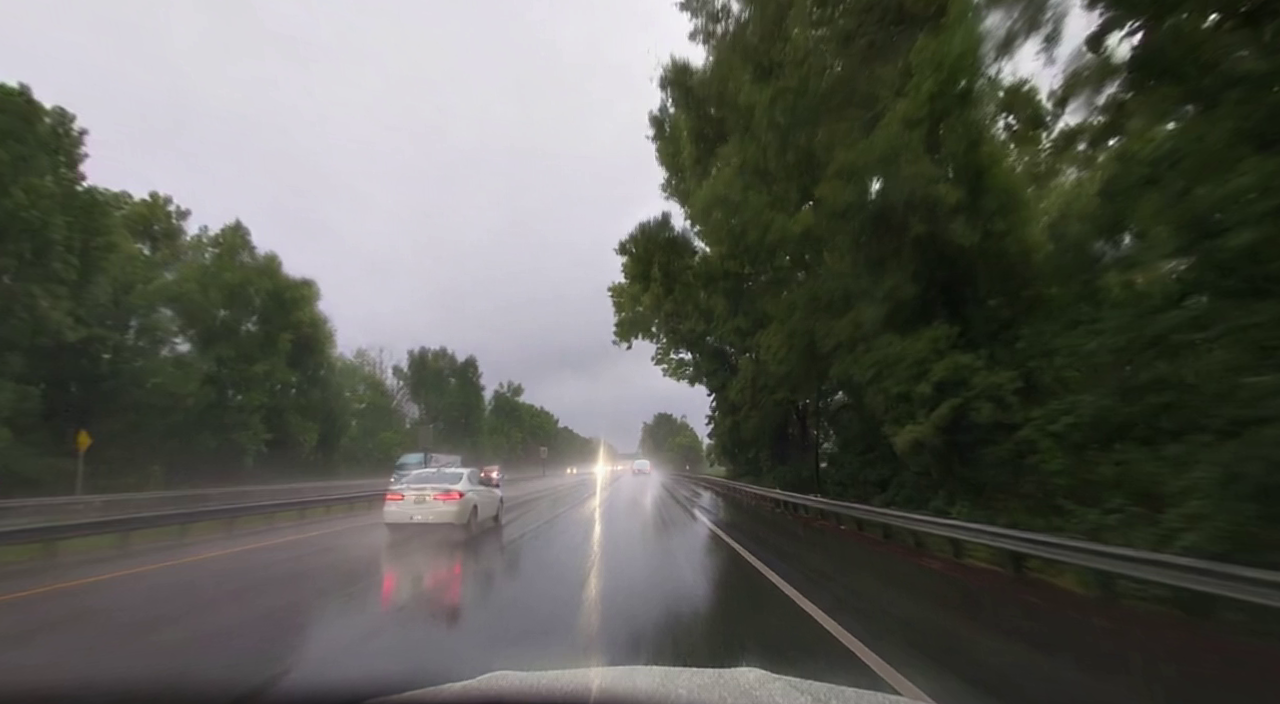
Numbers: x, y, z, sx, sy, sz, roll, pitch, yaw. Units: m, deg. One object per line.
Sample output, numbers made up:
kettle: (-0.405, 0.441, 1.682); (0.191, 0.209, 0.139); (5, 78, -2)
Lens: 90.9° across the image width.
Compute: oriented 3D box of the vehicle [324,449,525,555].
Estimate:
vehicle: (-3.655, 2.693, 11.852); (2.006, 1.516, 4.820); (1, -11, 1)
